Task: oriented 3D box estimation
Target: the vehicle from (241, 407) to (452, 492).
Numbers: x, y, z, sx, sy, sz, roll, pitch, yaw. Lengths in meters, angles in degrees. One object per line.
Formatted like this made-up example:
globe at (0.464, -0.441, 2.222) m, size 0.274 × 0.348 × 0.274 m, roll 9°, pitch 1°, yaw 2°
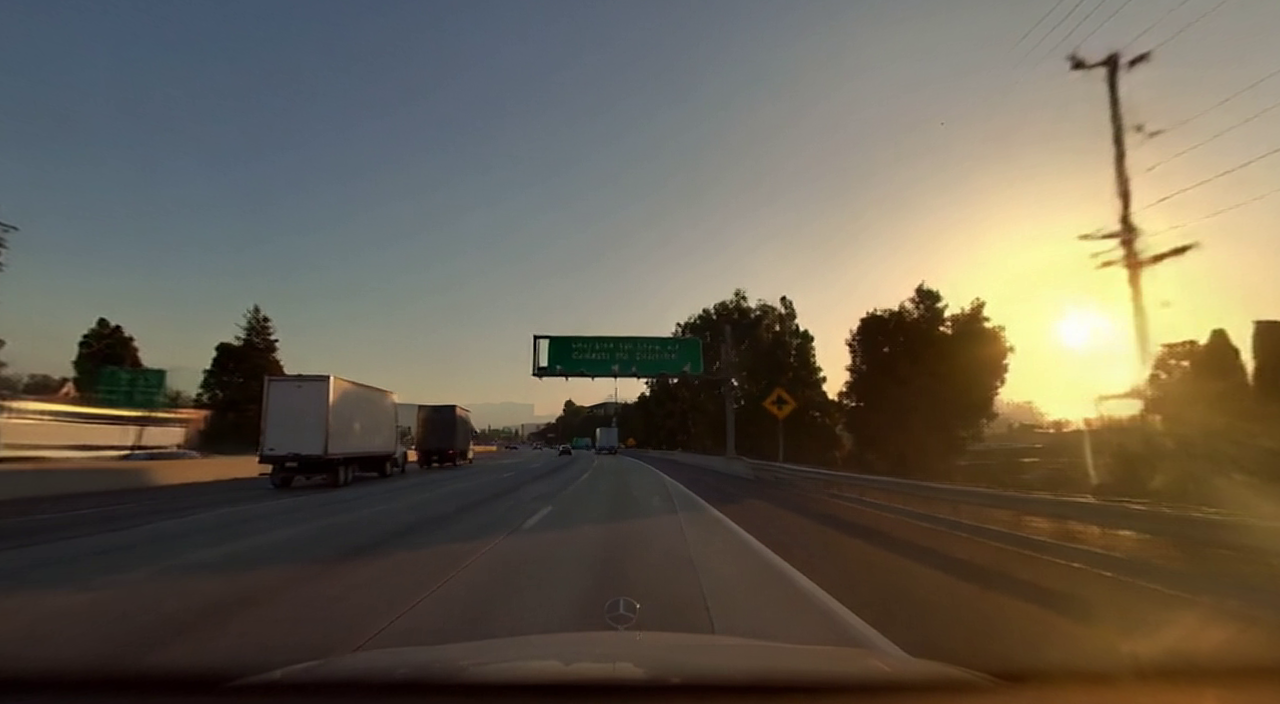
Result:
vehicle at (-11.427, 4.154, 27.316) m, size 3.270 × 2.674 × 14.547 m, roll 0°, pitch -8°, yaw -4°

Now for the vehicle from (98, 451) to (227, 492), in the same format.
vehicle at (-19.155, 4.762, 25.696) m, size 1.842 × 1.452 × 4.612 m, roll 0°, pitch -8°, yaw -3°
